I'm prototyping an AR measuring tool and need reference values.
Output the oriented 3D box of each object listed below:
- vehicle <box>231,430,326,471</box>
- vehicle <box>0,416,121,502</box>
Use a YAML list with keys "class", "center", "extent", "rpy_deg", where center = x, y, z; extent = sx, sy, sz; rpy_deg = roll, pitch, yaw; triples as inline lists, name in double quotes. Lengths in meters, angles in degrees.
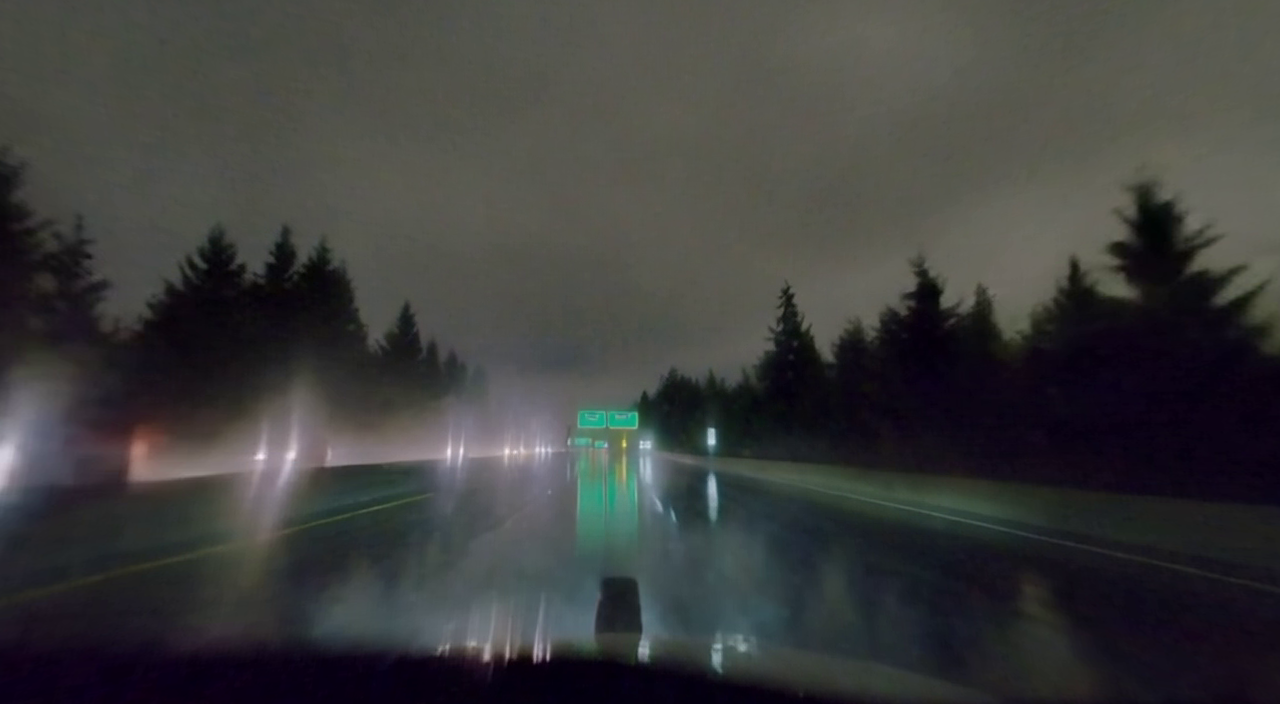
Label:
- class: "vehicle"
  center: [-18.047, 4.980, 31.609]
  extent: [2.009, 1.883, 4.660]
  rpy_deg: [0, -9, -1]
- class: "vehicle"
  center: [-12.553, 1.958, 11.435]
  extent: [2.021, 1.545, 4.889]
  rpy_deg: [0, -9, -1]
